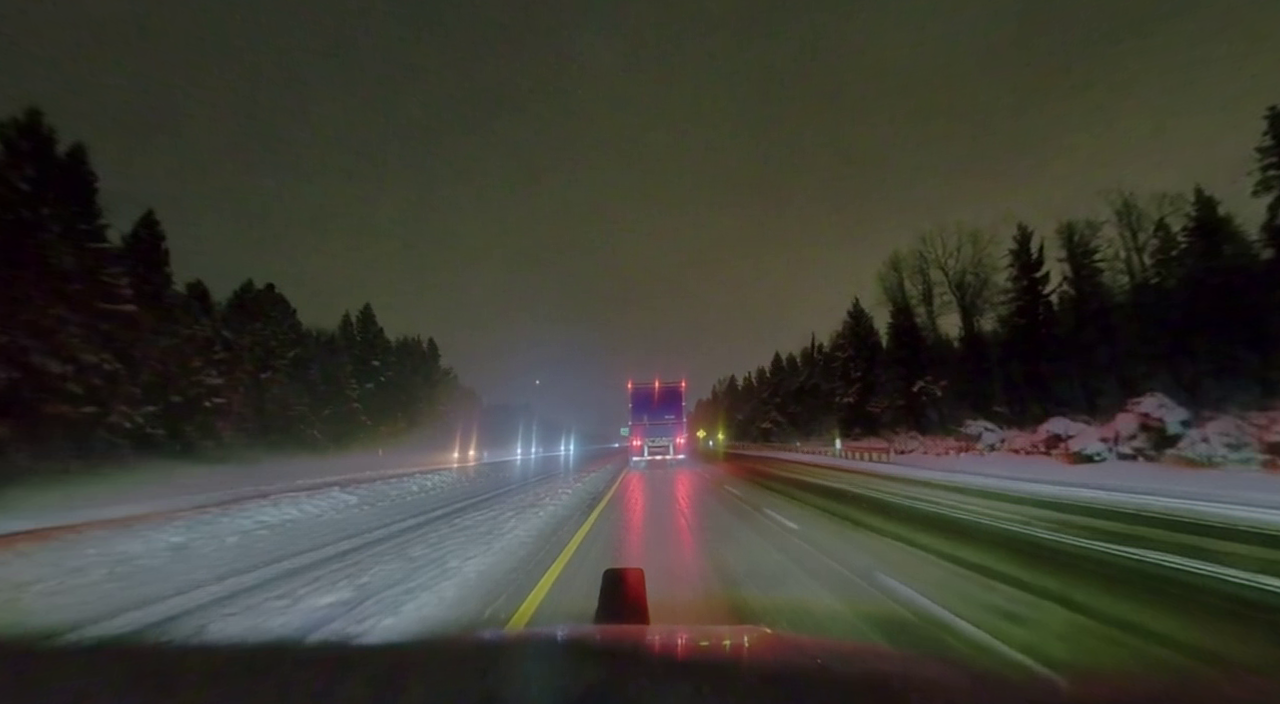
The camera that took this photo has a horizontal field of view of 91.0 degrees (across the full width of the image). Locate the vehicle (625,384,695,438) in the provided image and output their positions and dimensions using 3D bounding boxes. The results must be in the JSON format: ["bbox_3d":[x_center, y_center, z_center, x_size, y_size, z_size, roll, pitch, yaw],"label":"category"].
[{"bbox_3d":[0.660,2.459,25.244,2.509,1.890,4.732,0,-8,-2],"label":"vehicle"}]
